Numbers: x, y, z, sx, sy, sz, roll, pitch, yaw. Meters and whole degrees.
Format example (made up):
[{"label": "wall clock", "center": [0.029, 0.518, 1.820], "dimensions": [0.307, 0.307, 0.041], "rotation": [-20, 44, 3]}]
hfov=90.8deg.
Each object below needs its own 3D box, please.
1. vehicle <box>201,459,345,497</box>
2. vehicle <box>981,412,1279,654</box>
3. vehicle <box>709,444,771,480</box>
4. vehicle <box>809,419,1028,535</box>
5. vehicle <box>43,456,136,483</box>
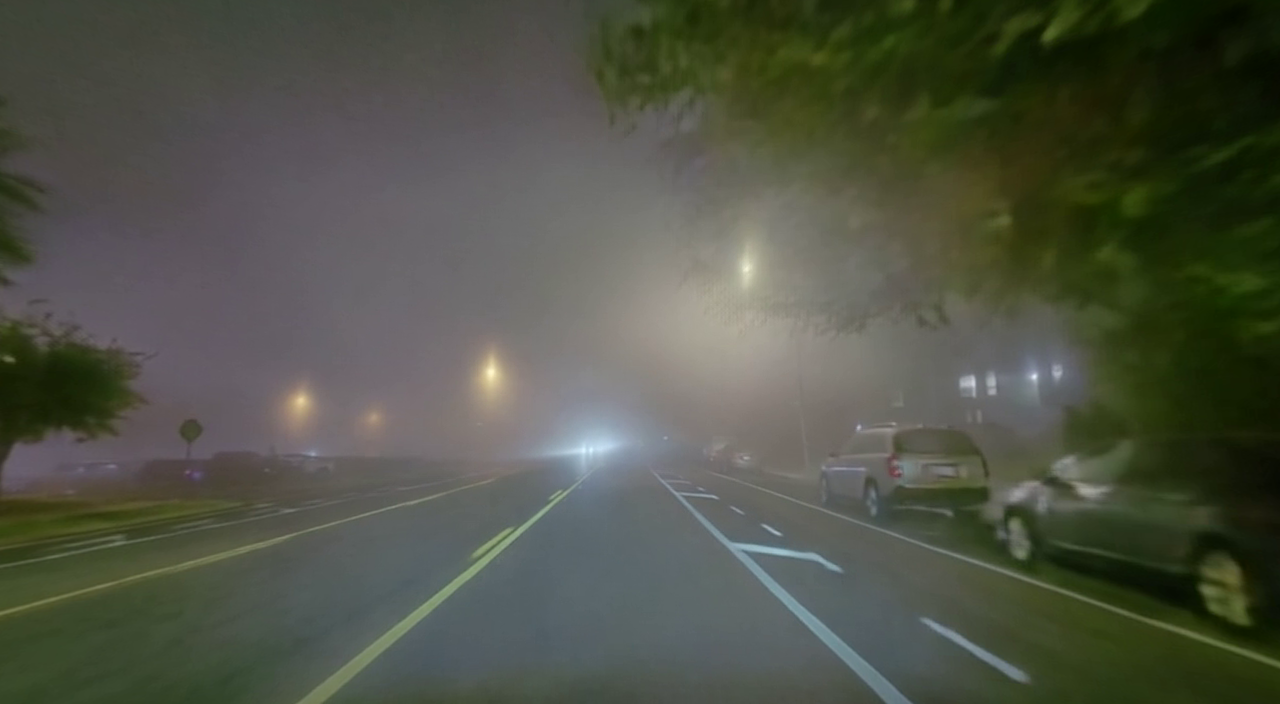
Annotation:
[{"label": "vehicle", "center": [-15.560, 5.357, 27.021], "dimensions": [4.826, 1.491, 2.086], "rotation": [1, -8, -4]}, {"label": "vehicle", "center": [4.955, 1.342, 5.290], "dimensions": [1.837, 1.532, 3.886], "rotation": [0, -8, -3]}, {"label": "vehicle", "center": [4.298, 4.778, 27.848], "dimensions": [1.935, 1.433, 4.241], "rotation": [0, -8, -2]}, {"label": "vehicle", "center": [4.771, 2.190, 11.684], "dimensions": [2.028, 1.731, 4.241], "rotation": [0, -8, -1]}, {"label": "vehicle", "center": [-37.363, 7.963, 43.021], "dimensions": [4.414, 1.651, 1.912], "rotation": [5, -10, -31]}]
